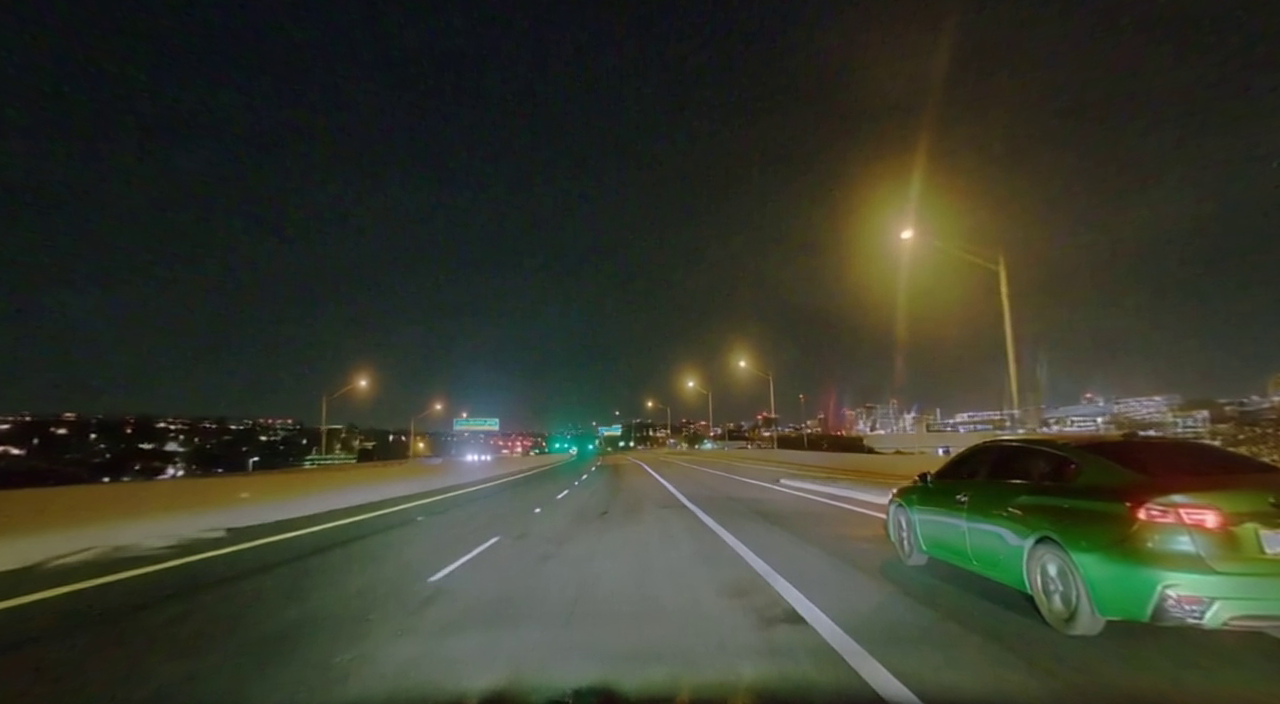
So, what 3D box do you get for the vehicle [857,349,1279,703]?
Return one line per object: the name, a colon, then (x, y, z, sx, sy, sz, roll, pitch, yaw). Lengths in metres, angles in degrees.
vehicle: (3.207, 1.032, 3.803, 2.104, 1.575, 4.698, -1, -9, 0)
